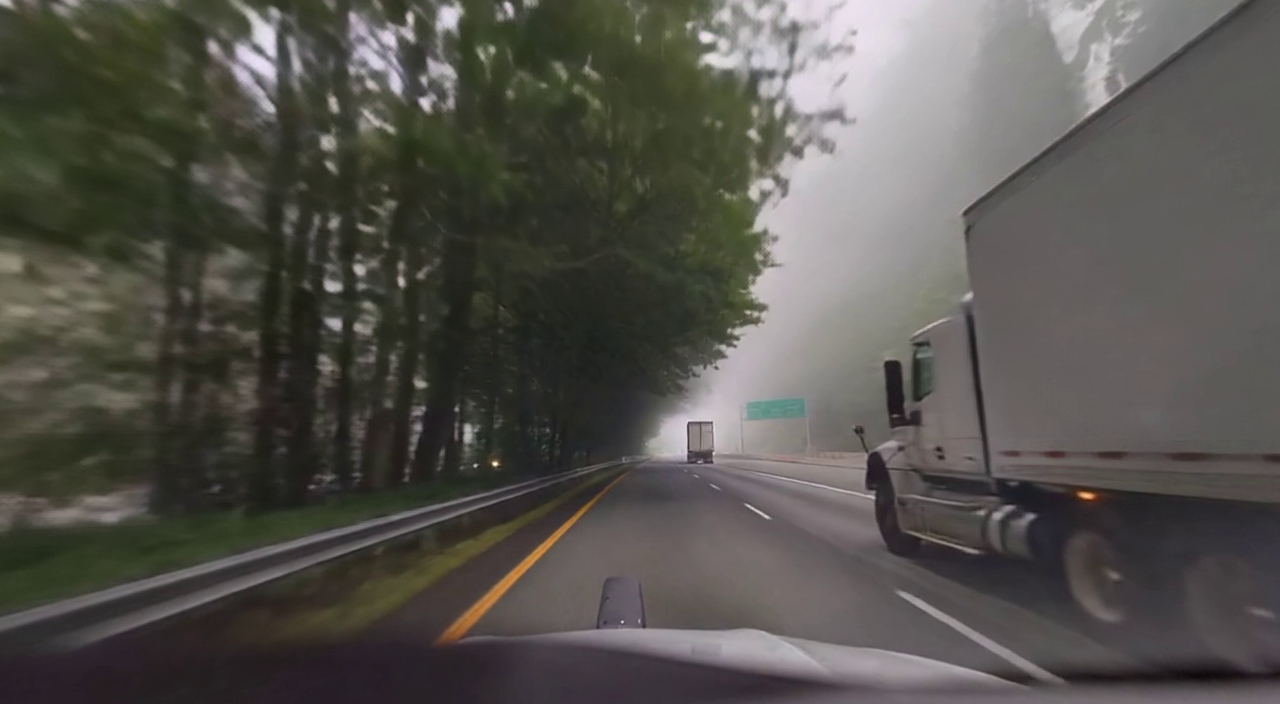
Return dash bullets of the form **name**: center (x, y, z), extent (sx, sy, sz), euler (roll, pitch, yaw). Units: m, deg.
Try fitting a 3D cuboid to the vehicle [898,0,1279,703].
- **vehicle**: center (4.522, -0.023, 3.984), extent (3.024, 3.913, 6.159), euler (0, -9, 0)
